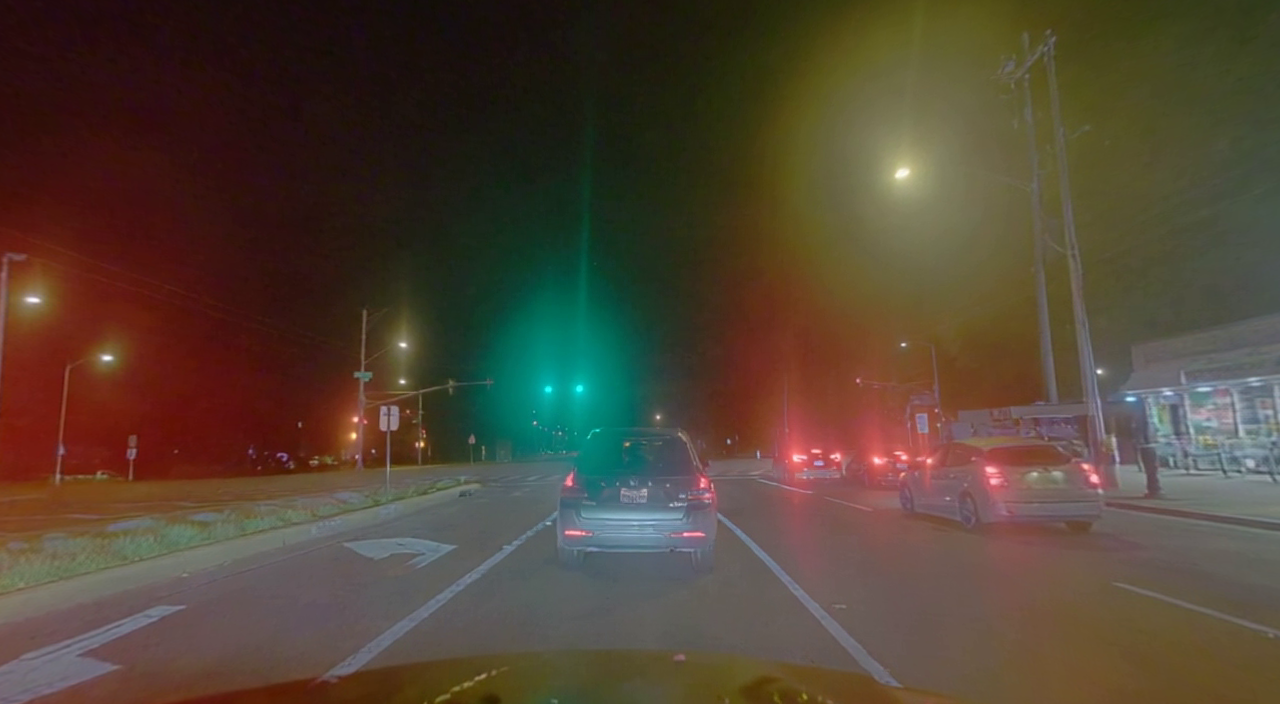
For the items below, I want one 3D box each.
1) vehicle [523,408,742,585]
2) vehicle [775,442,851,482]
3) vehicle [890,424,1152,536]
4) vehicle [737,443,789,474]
[{"bbox_3d":[-0.057,1.690,8.115,2.115,1.700,3.901,0,-9,1],"label":"vehicle"},{"bbox_3d":[6.867,4.398,25.408,1.833,1.452,4.237,0,-9,0],"label":"vehicle"},{"bbox_3d":[6.640,2.268,11.791,2.072,1.652,4.611,0,-9,1],"label":"vehicle"},{"bbox_3d":[6.275,5.455,32.632,1.961,1.477,4.454,0,-9,2],"label":"vehicle"}]
